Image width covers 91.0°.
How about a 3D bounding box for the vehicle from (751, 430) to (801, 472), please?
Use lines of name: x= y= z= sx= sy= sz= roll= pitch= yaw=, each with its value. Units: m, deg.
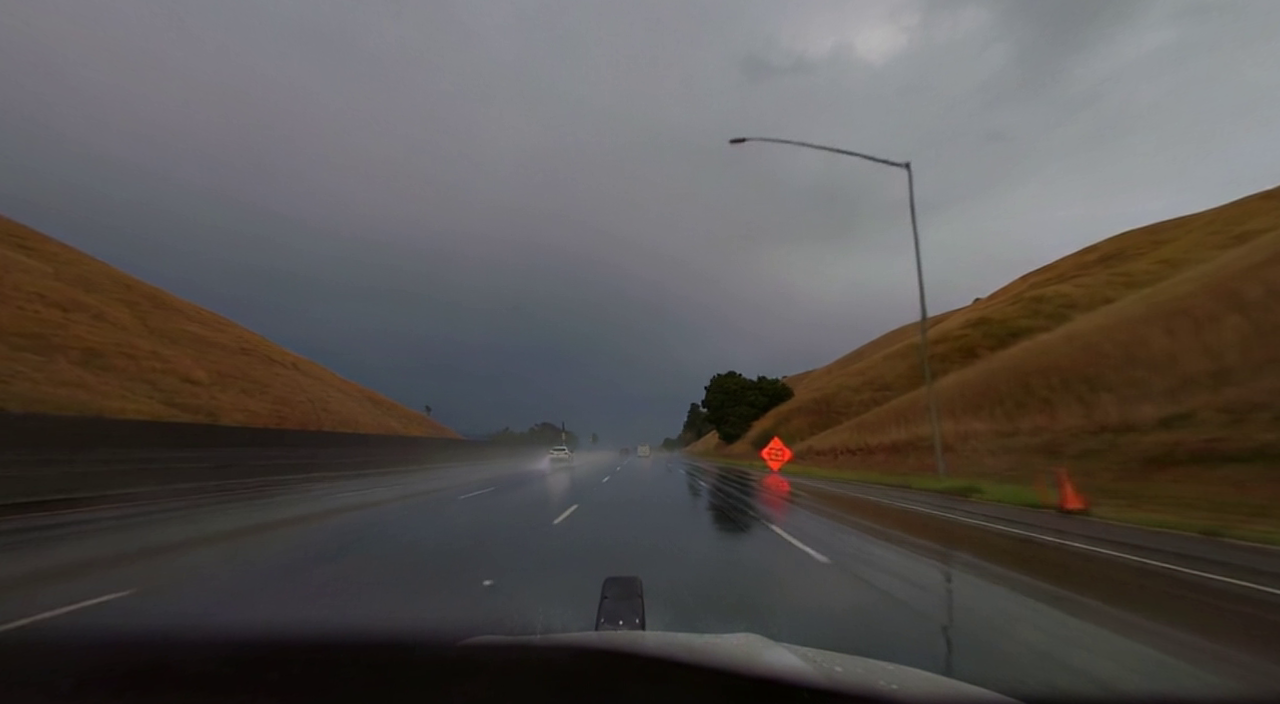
vehicle: x=10.220 y=7.512 z=47.986 sx=2.522 sy=2.907 sz=5.675 roll=-3 pitch=-8 yaw=1
